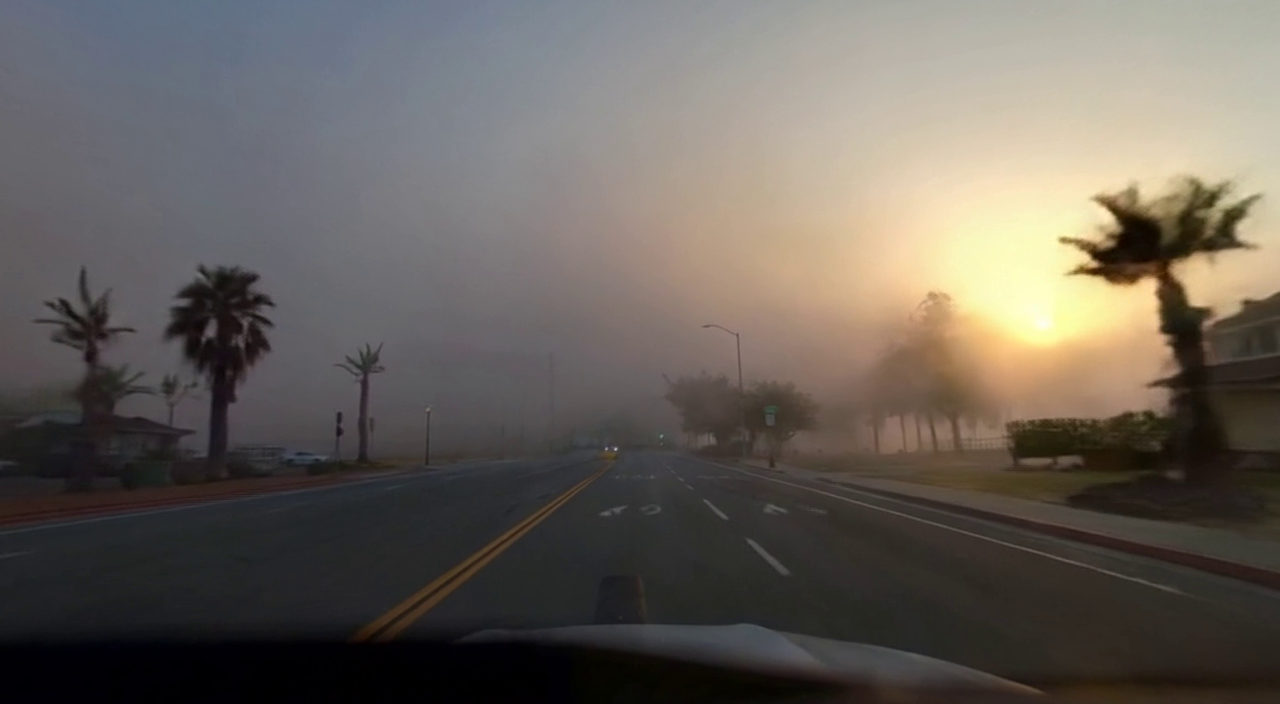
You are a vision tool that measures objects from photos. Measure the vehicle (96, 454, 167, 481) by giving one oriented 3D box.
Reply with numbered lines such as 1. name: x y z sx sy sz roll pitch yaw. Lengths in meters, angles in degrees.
1. vehicle: -32.683 7.408 40.574 4.072 1.545 1.920 -4 -9 27

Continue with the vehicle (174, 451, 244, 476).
1. vehicle: -27.805 7.189 40.727 4.634 1.513 1.841 -6 -11 31

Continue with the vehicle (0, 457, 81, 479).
1. vehicle: -41.844 8.037 43.807 4.182 1.485 1.843 0 -9 -3
